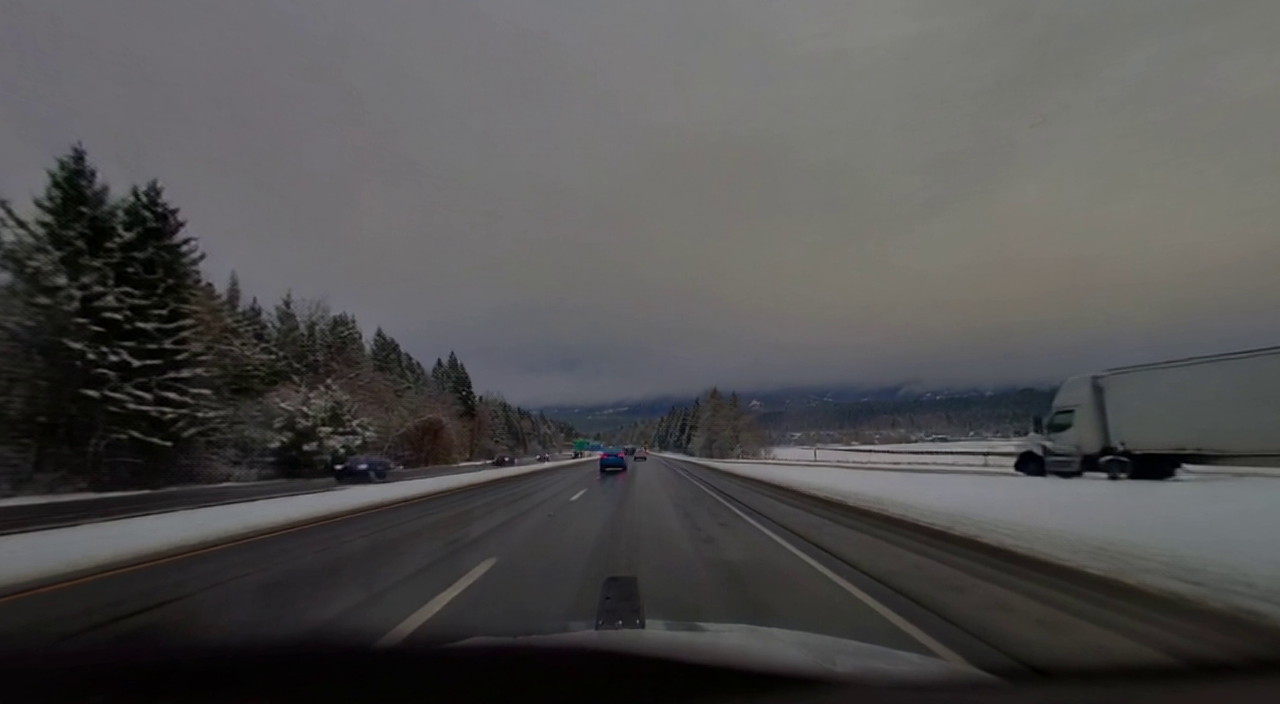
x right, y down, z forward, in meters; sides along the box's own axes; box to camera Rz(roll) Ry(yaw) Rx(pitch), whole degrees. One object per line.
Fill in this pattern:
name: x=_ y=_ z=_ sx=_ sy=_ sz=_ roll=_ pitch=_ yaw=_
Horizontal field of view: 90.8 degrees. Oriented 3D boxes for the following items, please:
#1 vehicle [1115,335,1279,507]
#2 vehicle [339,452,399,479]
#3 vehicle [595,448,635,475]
vehicle: x=17.734 y=1.139 z=12.483 sx=2.859 sy=4.163 sz=14.784 roll=-2 pitch=-8 yaw=-11
vehicle: x=-16.513 y=6.907 z=38.595 sx=1.859 sy=1.478 sz=3.995 roll=0 pitch=-9 yaw=0
vehicle: x=-1.423 y=6.519 z=37.803 sx=2.170 sy=1.451 sz=4.584 roll=0 pitch=-9 yaw=1
